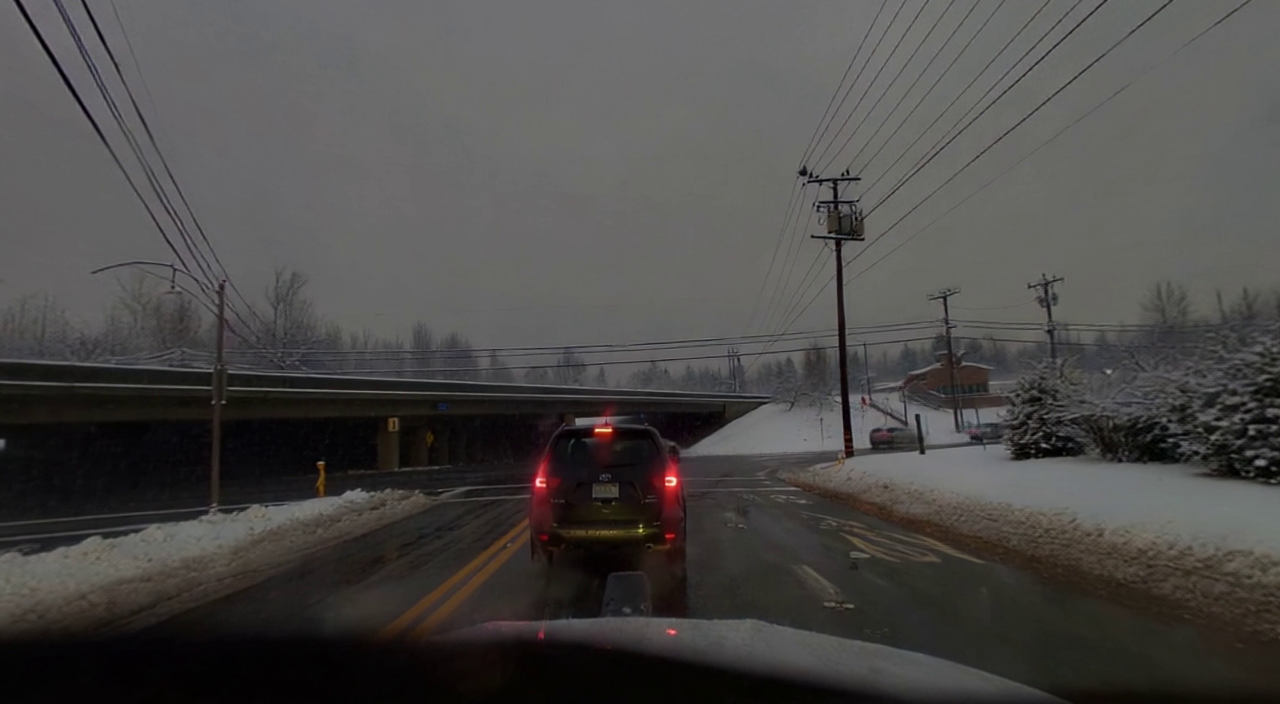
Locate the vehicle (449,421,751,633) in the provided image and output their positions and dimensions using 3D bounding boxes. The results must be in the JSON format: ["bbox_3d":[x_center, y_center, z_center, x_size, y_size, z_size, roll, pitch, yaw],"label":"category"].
[{"bbox_3d":[-0.242,1.527,6.465,2.090,1.458,4.033,-1,-9,1],"label":"vehicle"}]
